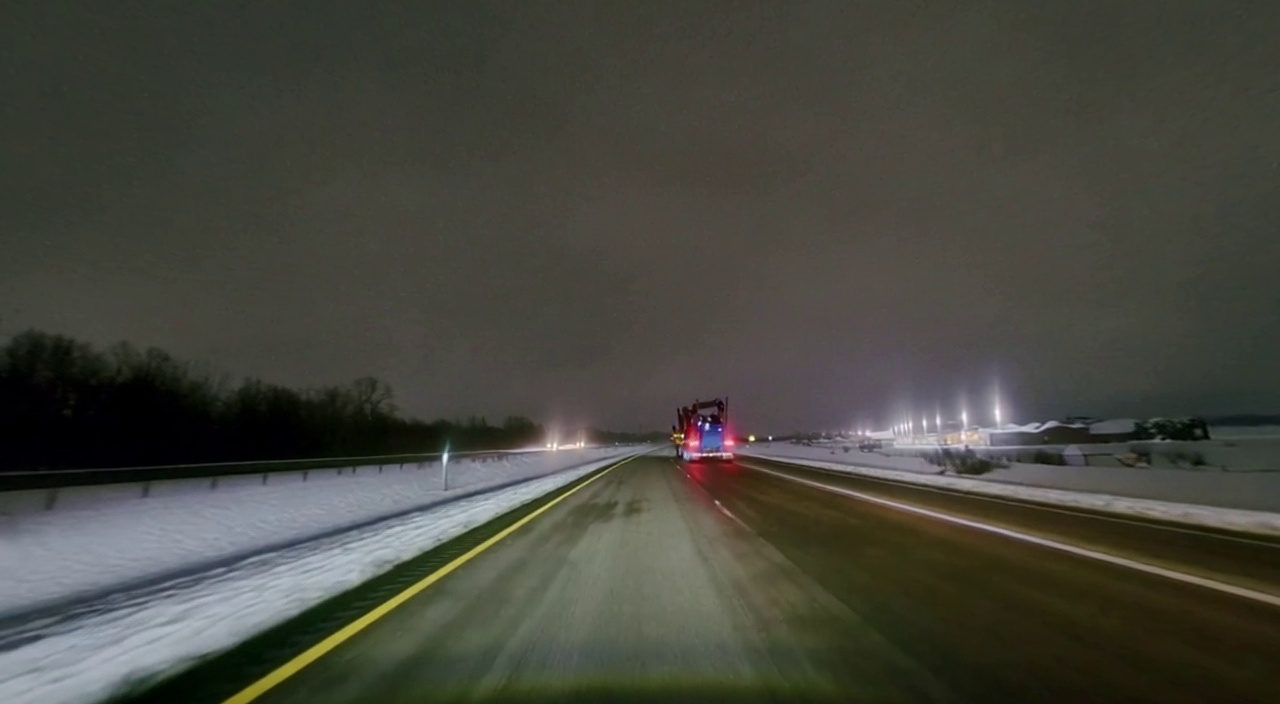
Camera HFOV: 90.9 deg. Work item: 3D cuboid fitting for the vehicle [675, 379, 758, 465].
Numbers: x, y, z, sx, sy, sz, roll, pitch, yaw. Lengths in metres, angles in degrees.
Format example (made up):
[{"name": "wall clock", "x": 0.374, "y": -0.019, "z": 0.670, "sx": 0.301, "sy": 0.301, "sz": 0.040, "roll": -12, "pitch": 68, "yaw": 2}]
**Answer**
[{"name": "vehicle", "x": 3.746, "y": 3.731, "z": 32.721, "sx": 3.279, "sy": 3.956, "sz": 6.541, "roll": 0, "pitch": -8, "yaw": -1}]
